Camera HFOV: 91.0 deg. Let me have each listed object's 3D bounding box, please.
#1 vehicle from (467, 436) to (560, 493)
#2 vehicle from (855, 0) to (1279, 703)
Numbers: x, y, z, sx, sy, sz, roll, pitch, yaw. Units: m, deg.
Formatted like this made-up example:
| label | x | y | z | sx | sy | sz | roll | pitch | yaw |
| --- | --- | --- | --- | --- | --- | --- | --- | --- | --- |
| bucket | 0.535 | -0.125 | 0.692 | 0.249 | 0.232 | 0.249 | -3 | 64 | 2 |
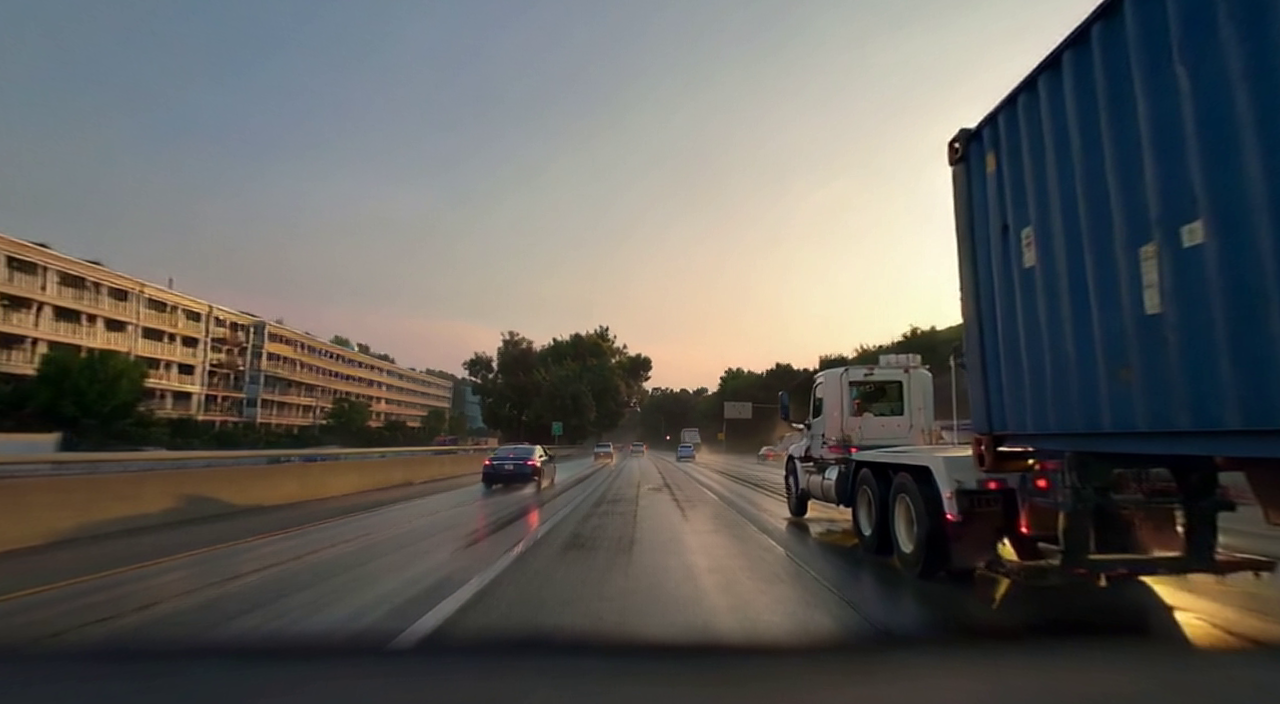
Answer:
| label | x | y | z | sx | sy | sz | roll | pitch | yaw |
| --- | --- | --- | --- | --- | --- | --- | --- | --- | --- |
| vehicle | -3.697 | 3.359 | 19.148 | 1.954 | 1.528 | 4.010 | 0 | -9 | 0 |
| vehicle | 3.847 | -0.815 | 0.254 | 2.893 | 3.992 | 13.605 | 0 | -8 | 1 |
